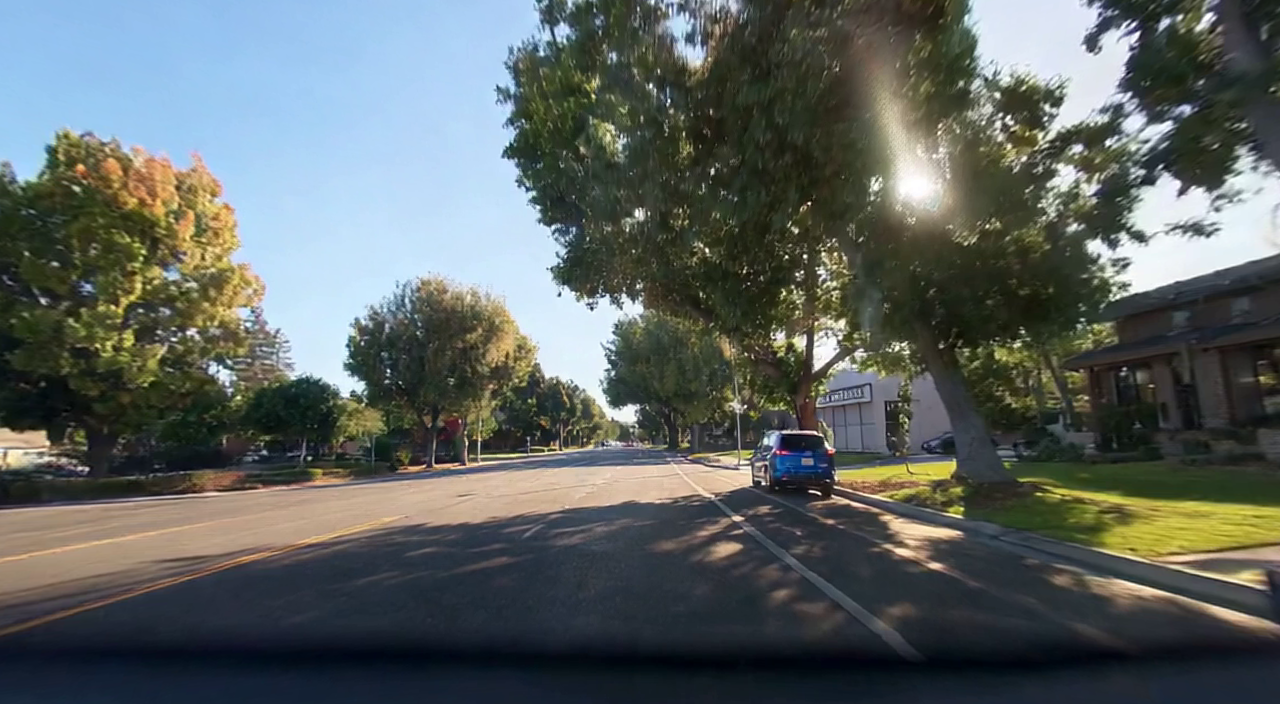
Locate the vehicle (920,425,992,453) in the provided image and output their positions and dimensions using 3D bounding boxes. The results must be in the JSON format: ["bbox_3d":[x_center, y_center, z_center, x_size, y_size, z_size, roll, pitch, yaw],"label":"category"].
[{"bbox_3d":[18.649,5.187,37.505,1.826,1.492,4.417,0,-8,-3],"label":"vehicle"}]

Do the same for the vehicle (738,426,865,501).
[{"bbox_3d":[4.358,3.103,17.968,2.228,1.814,4.576,0,-9,-2],"label":"vehicle"}]
